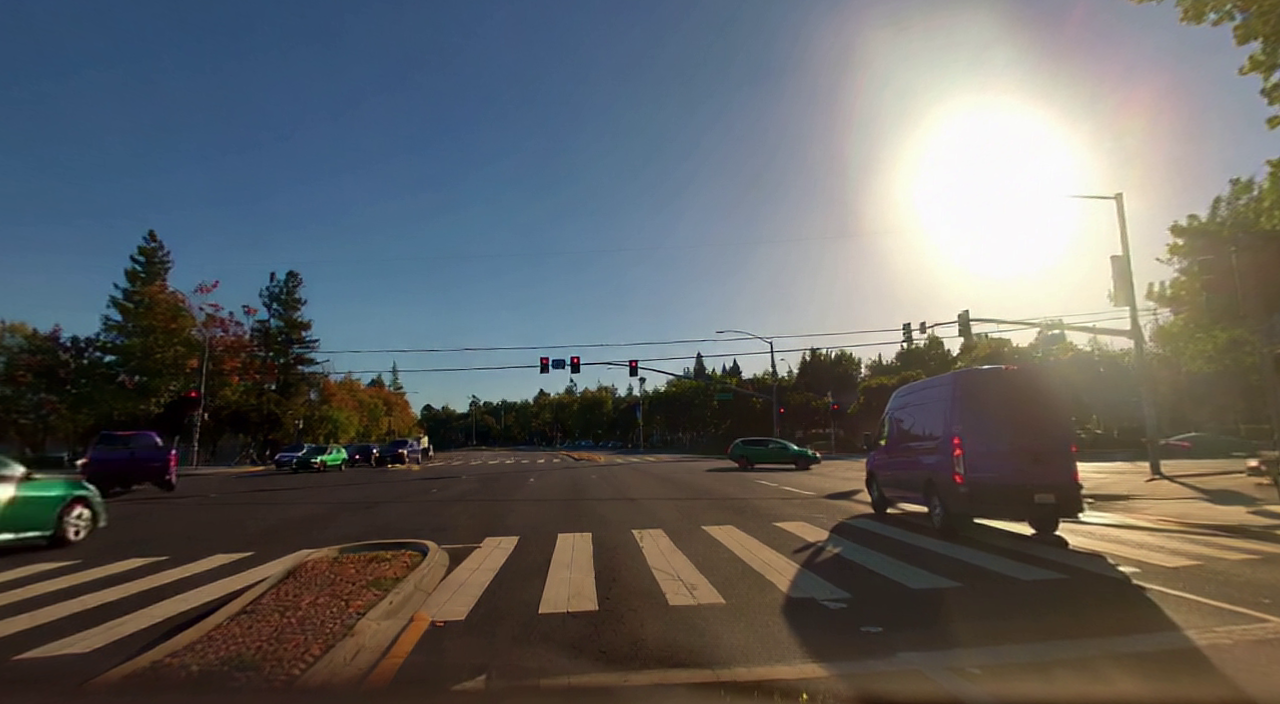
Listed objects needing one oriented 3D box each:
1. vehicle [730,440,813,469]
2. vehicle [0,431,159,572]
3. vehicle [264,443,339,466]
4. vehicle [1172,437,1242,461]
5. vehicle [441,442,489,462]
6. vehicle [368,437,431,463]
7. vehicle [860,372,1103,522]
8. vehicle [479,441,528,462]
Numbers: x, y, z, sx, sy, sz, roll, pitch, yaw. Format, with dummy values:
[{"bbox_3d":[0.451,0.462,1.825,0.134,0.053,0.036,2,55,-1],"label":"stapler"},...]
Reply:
[{"bbox_3d":[6.786,5.268,32.517,3.909,1.409,1.907,-3,-9,21],"label":"vehicle"},{"bbox_3d":[-7.388,1.501,6.329,1.824,1.414,4.597,1,-8,-5],"label":"vehicle"},{"bbox_3d":[-21.844,6.639,40.973,1.859,1.415,4.591,-1,-9,8],"label":"vehicle"},{"bbox_3d":[36.938,6.279,41.117,4.413,1.485,1.860,4,-10,-28],"label":"vehicle"},{"bbox_3d":[-13.192,7.587,47.860,1.845,1.426,4.289,-1,-9,8],"label":"vehicle"},{"bbox_3d":[-17.390,7.153,46.001,2.189,1.753,4.785,-1,-9,8],"label":"vehicle"},{"bbox_3d":[6.684,2.002,13.388,2.332,2.511,5.326,-1,-9,3],"label":"vehicle"},{"bbox_3d":[-10.160,7.464,47.388,2.097,1.484,4.596,-1,-9,8],"label":"vehicle"}]
